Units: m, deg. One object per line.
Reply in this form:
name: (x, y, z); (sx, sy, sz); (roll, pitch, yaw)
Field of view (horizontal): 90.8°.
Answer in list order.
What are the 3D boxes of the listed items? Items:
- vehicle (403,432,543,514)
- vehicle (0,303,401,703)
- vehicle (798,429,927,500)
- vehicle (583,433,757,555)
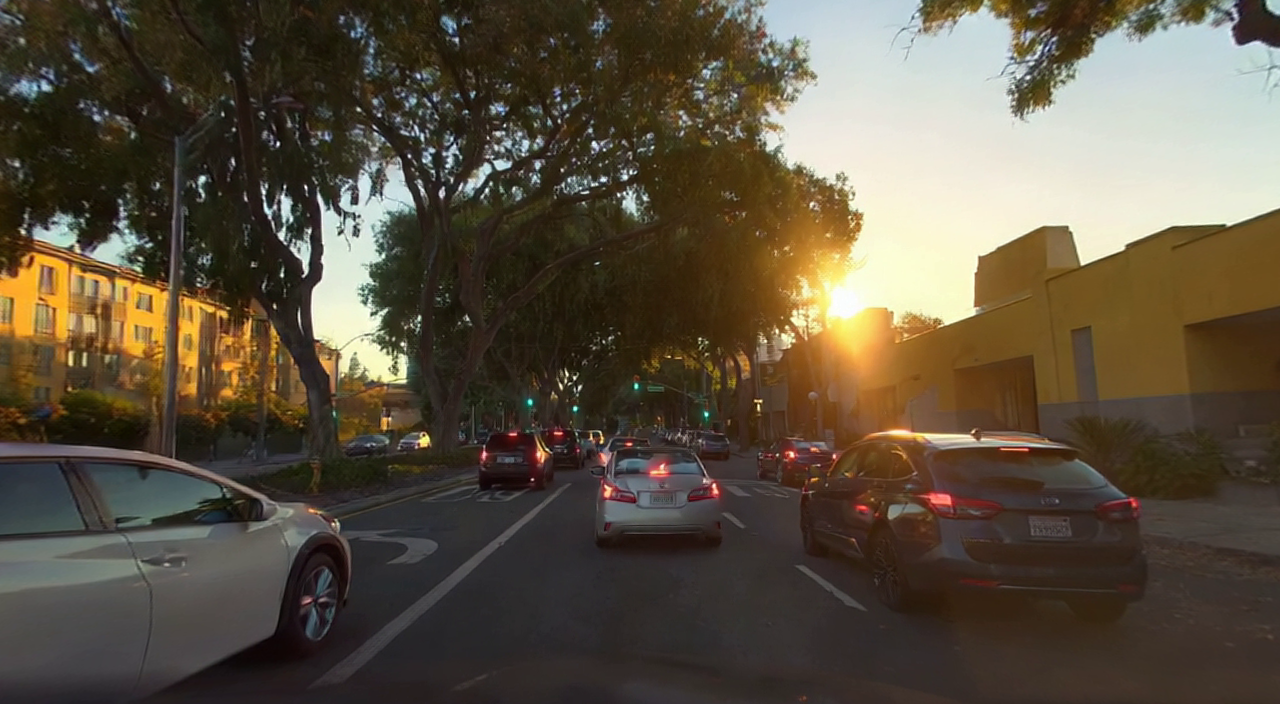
vehicle: (-3.506, 2.624, 14.229); (1.901, 1.522, 4.556); (0, -9, 0)
vehicle: (-3.268, 0.932, 3.392); (2.152, 1.802, 4.628); (0, -9, 0)
vehicle: (6.342, 3.250, 18.692); (2.025, 1.808, 4.579); (0, -9, -2)
vehicle: (0.269, 1.995, 9.574); (2.095, 1.438, 3.843); (0, -9, -3)
